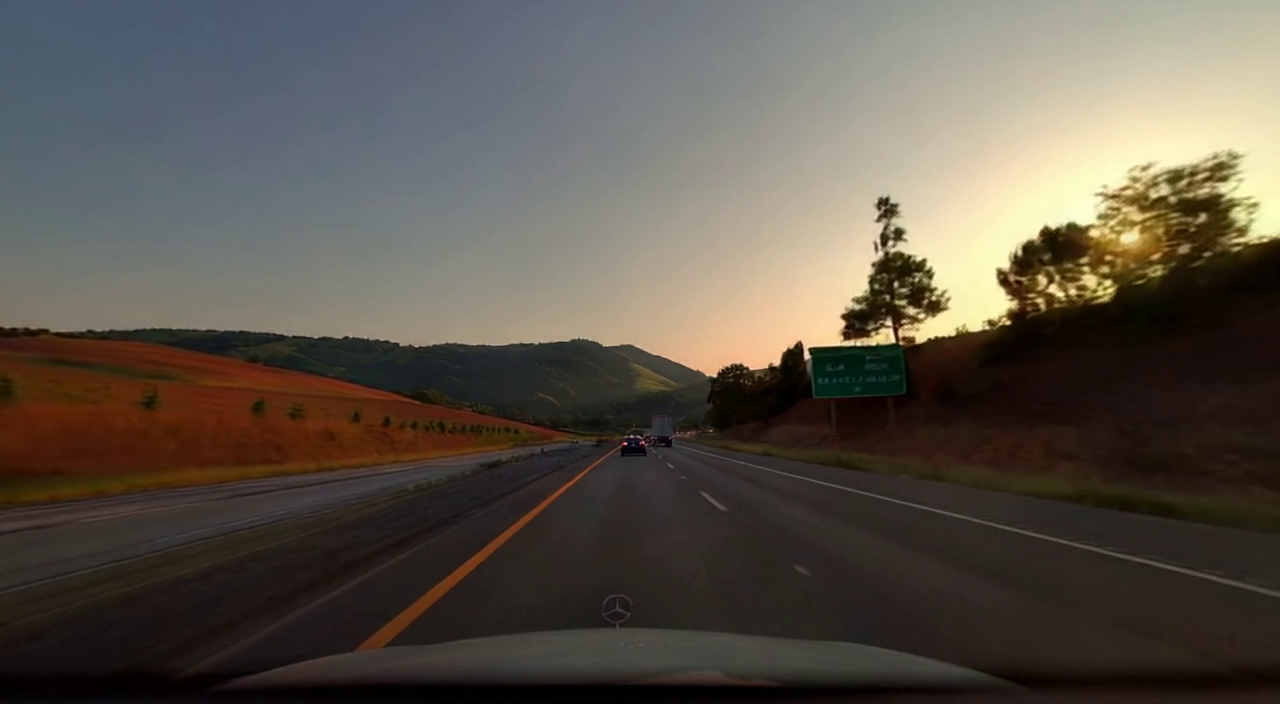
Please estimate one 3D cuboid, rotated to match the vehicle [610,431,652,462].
[{"bbox_3d":[-0.506,5.274,35.214,2.216,1.623,4.220,0,-8,-1],"label":"vehicle"}]
